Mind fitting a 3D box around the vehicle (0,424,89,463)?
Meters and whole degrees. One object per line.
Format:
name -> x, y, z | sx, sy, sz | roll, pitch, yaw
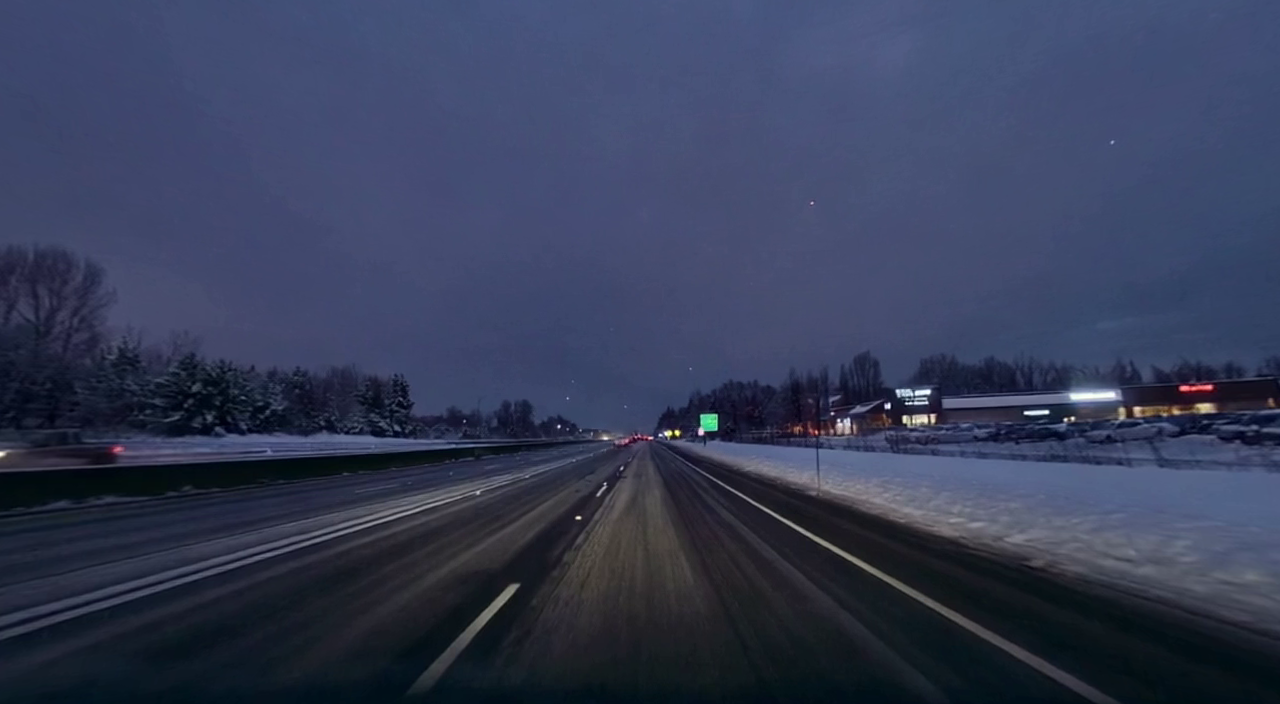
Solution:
vehicle -> -25.141, 3.774, 25.890 | 1.799, 1.466, 3.554 | 0, -9, -2
